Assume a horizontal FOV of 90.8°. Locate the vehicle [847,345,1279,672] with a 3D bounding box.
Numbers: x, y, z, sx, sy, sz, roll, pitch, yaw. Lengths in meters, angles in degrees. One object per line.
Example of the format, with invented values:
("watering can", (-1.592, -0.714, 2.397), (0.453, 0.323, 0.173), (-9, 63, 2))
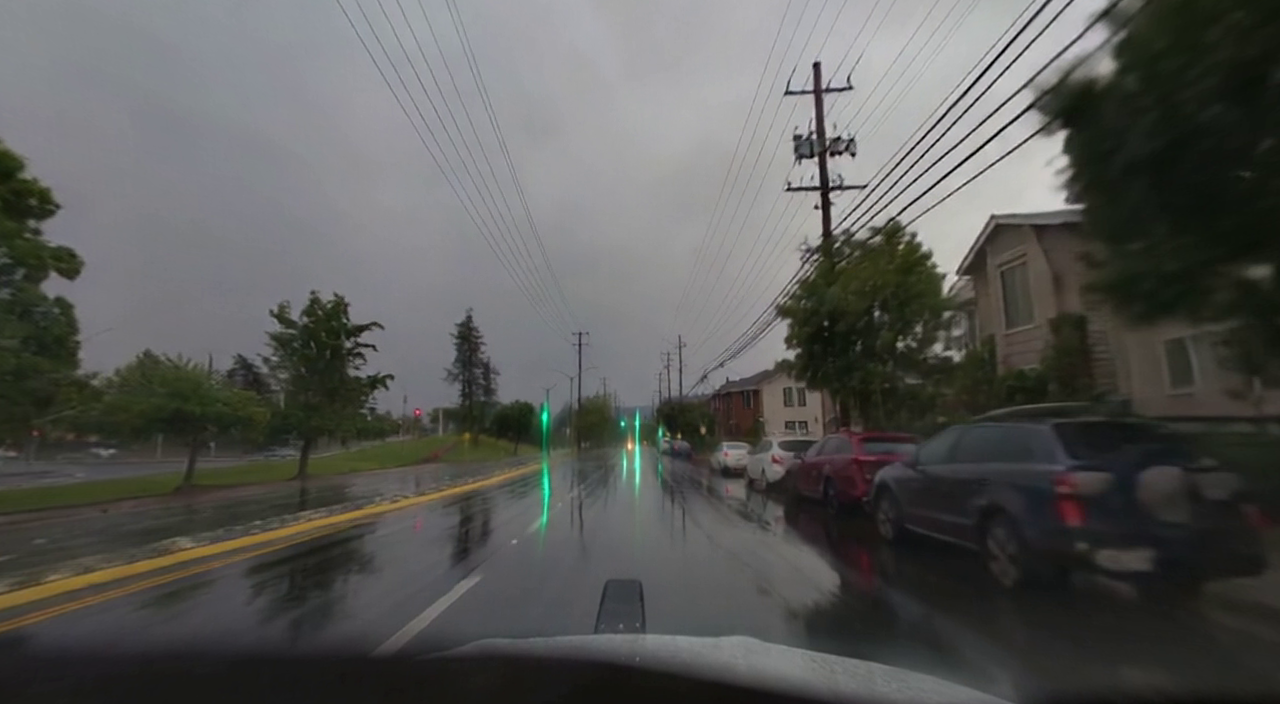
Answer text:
("vehicle", (4.016, 1.279, 6.319), (2.056, 1.941, 4.955), (0, -8, -2))
